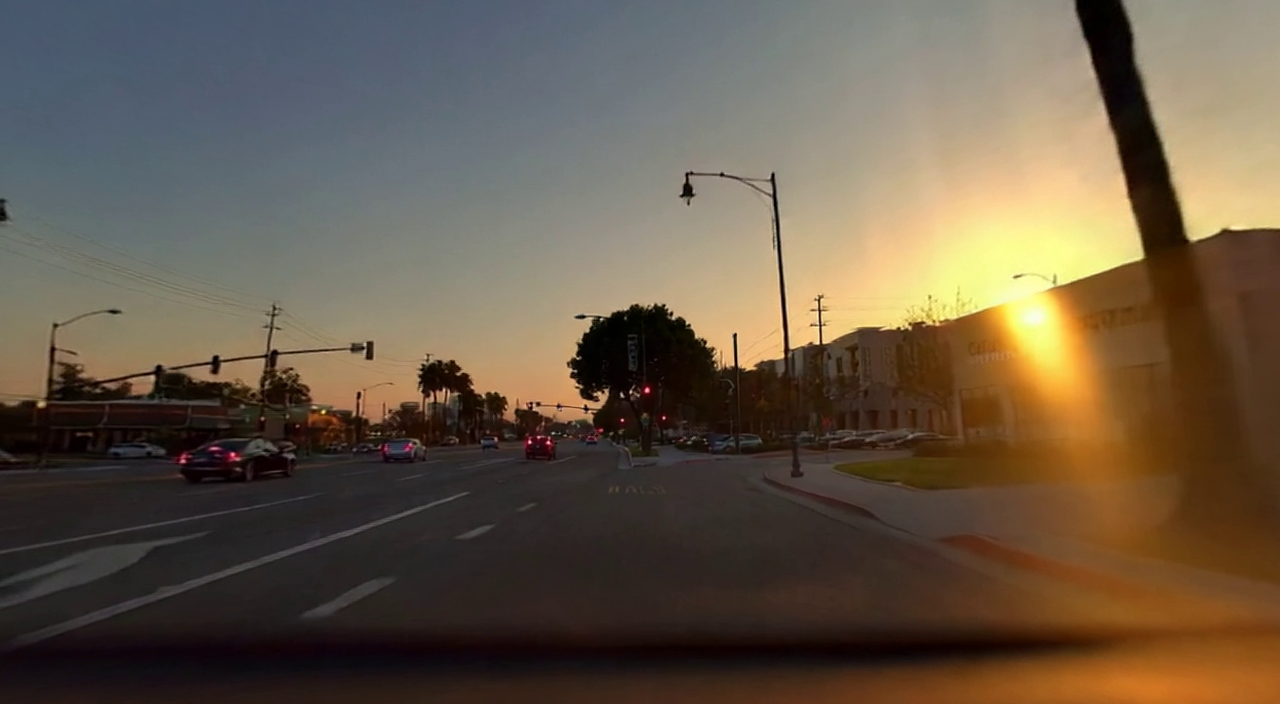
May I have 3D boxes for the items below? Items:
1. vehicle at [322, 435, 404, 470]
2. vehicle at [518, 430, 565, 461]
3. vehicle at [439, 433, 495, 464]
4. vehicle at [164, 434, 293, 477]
[{"bbox_3d":[-12.753,4.650,29.183,1.900,1.462,4.225,0,-8,-1],"label":"vehicle"},{"bbox_3d":[-5.931,5.717,38.387,2.114,1.784,4.450,0,-9,0],"label":"vehicle"},{"bbox_3d":[-9.484,5.345,34.743,1.977,1.584,3.983,0,-9,0],"label":"vehicle"},{"bbox_3d":[-15.611,3.944,24.167,1.916,1.481,4.430,0,-9,0],"label":"vehicle"}]
